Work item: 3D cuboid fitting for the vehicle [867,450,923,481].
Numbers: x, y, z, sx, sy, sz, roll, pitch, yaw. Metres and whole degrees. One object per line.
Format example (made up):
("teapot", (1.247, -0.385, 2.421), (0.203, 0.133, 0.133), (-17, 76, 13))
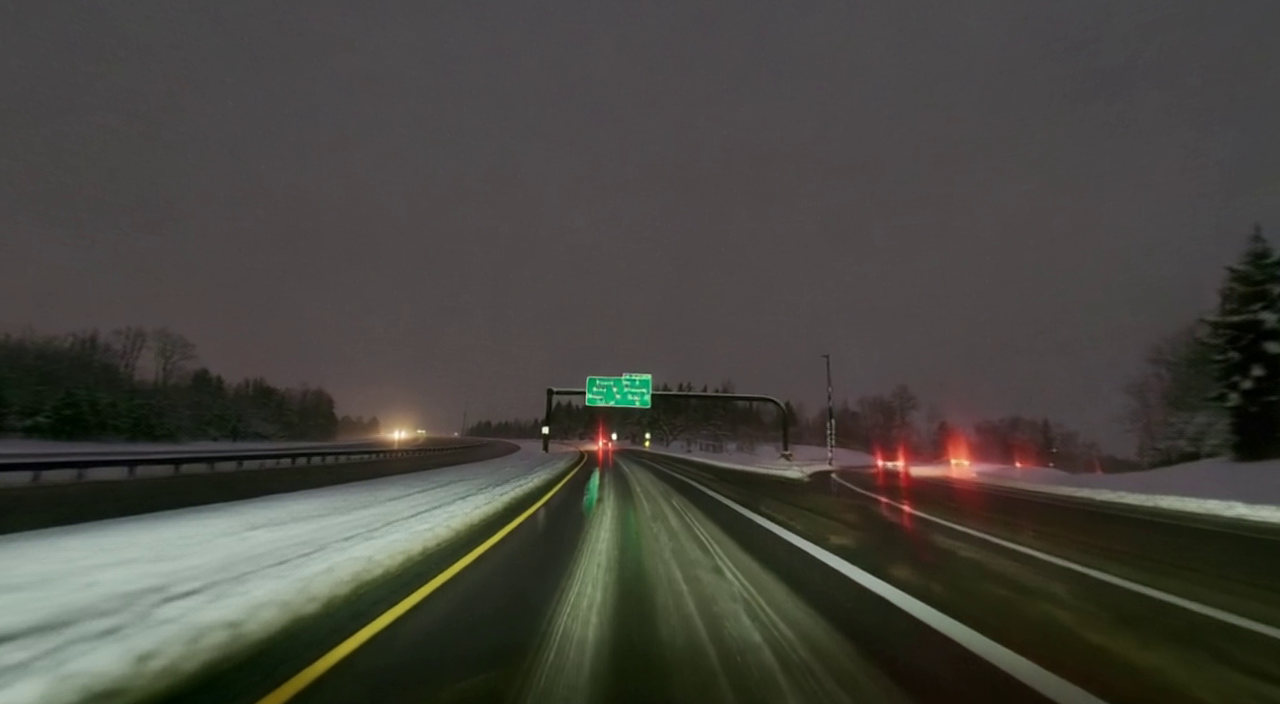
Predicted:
("vehicle", (12.852, 5.694, 31.857), (2.129, 1.444, 3.649), (-3, -9, 15))
